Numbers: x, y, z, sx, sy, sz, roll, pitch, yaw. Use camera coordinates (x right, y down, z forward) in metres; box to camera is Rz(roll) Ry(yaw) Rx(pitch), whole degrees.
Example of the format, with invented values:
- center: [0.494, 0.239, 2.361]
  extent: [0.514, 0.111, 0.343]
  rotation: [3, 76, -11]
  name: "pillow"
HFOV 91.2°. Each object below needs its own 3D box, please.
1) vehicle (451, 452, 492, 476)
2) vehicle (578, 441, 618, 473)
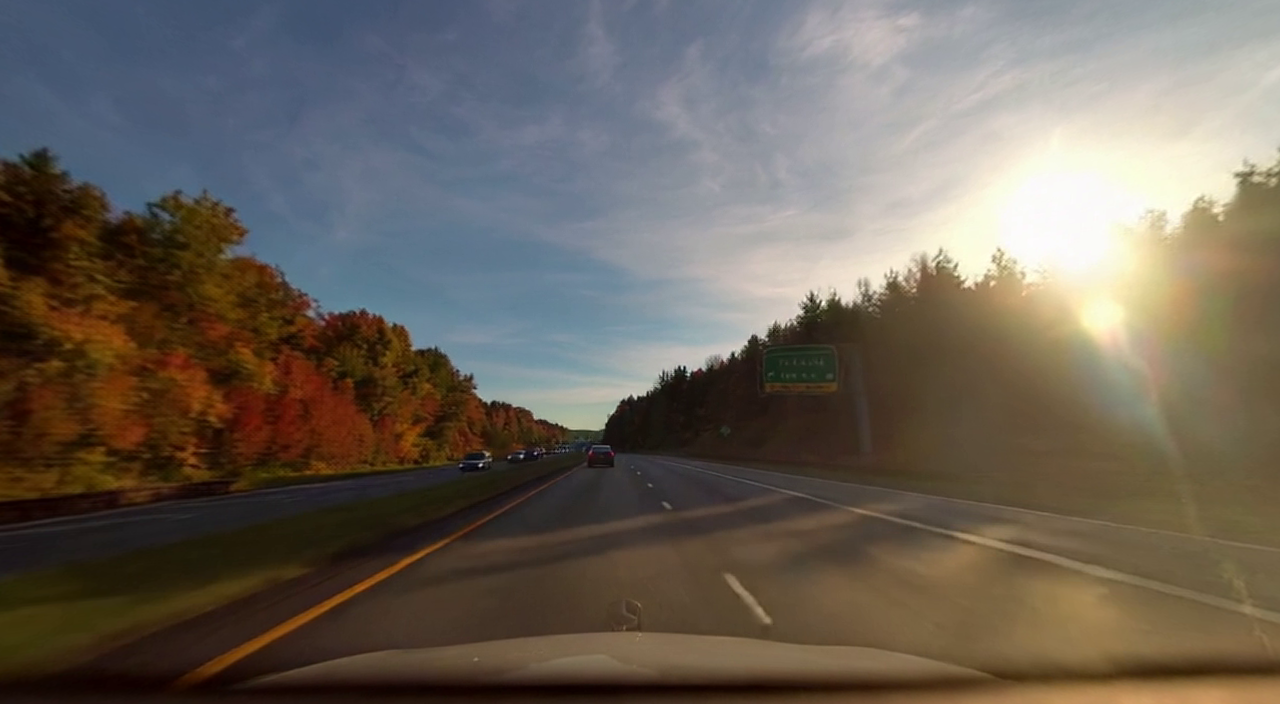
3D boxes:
- center: [-11.654, 7.755, 43.639]
  extent: [1.923, 1.513, 3.904]
  rotation: [0, -9, -2]
  name: "vehicle"
- center: [-2.341, 6.013, 36.077]
  extent: [2.168, 1.705, 4.272]
  rotation: [0, -9, -2]
  name: "vehicle"
